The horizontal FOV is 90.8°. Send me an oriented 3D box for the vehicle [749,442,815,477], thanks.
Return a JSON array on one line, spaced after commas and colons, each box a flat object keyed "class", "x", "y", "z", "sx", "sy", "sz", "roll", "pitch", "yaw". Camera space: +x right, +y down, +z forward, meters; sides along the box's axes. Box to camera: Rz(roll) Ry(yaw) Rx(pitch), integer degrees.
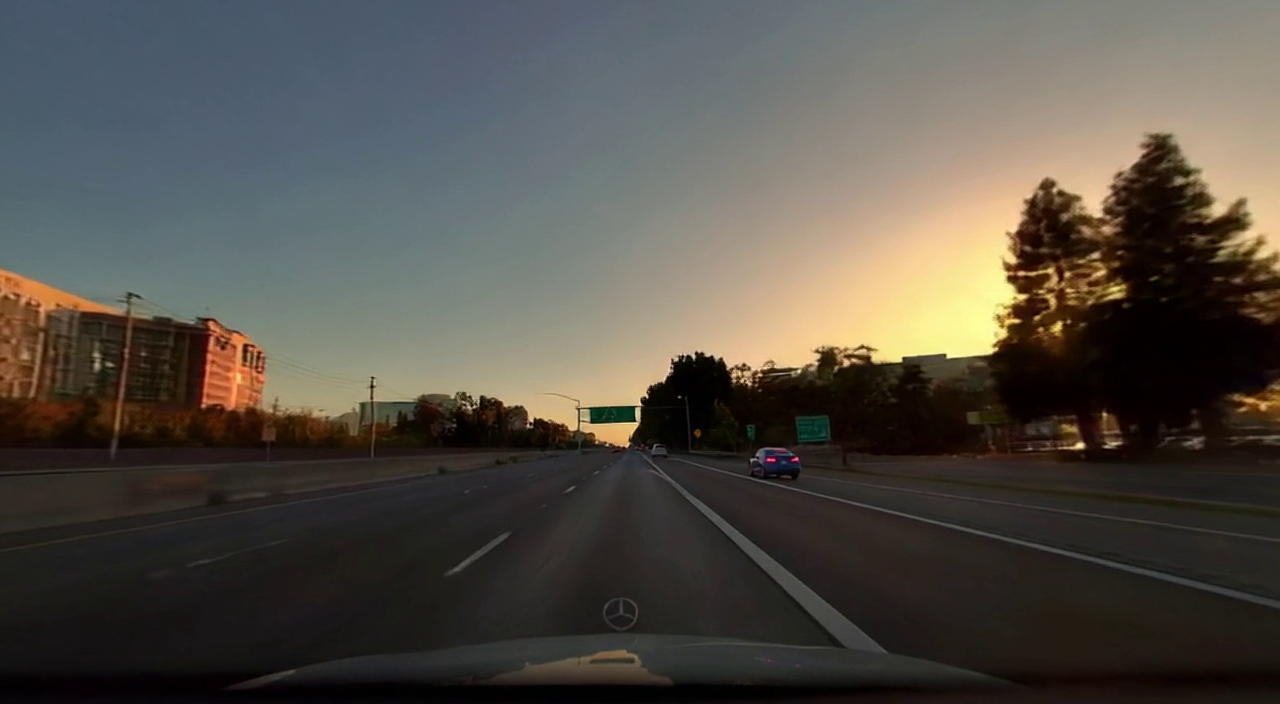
[{"class": "vehicle", "x": 6.737, "y": 5.146, "z": 30.495, "sx": 1.958, "sy": 1.498, "sz": 4.447, "roll": 1, "pitch": -8, "yaw": -2}]
